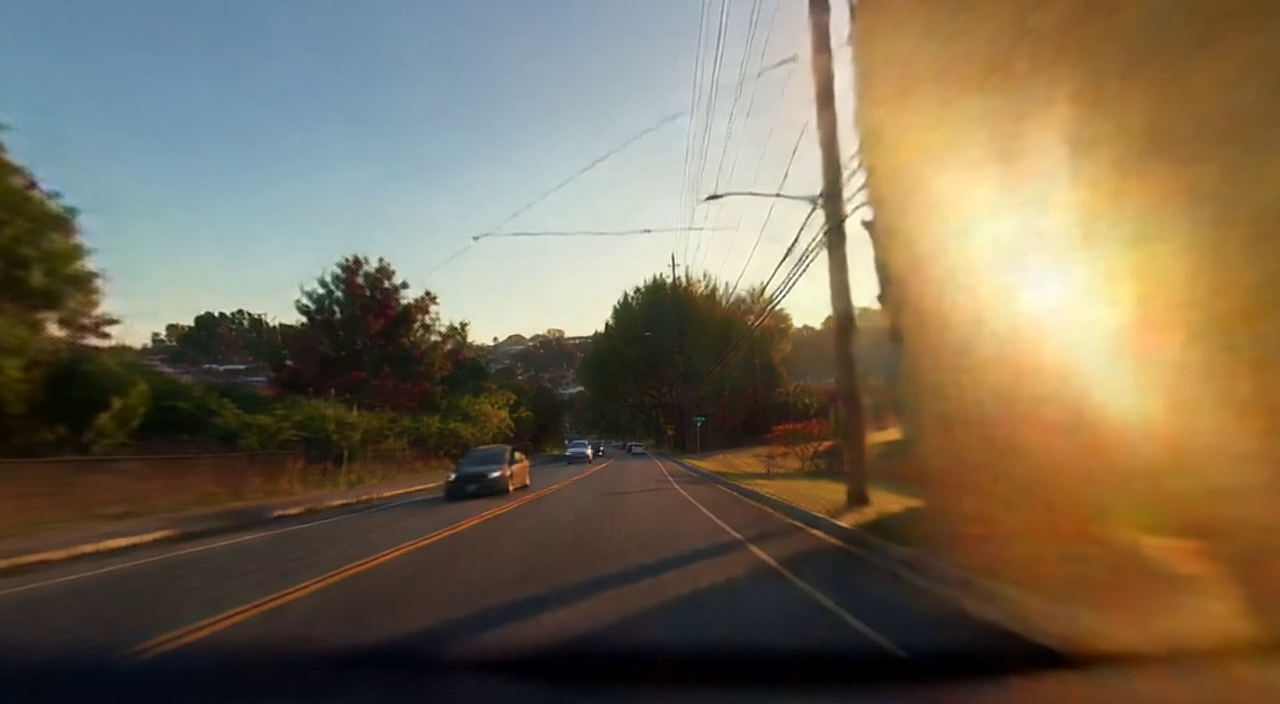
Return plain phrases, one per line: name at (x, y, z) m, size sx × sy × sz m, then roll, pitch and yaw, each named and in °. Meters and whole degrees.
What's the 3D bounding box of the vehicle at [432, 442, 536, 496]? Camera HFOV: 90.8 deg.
vehicle at (-4.740, 3.594, 19.881) m, size 2.069 × 1.471 × 4.226 m, roll -1°, pitch -8°, yaw 2°
